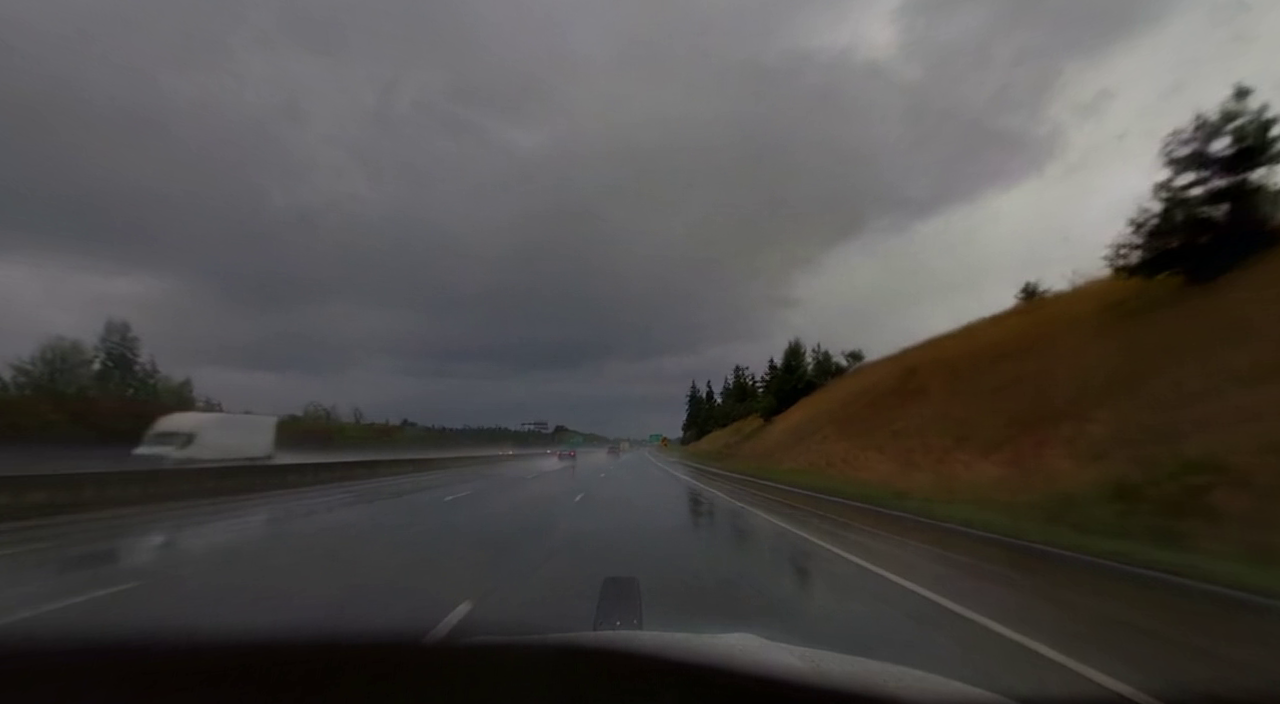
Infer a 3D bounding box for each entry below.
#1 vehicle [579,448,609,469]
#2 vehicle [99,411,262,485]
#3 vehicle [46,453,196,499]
[{"bbox_3d":[-3.261,7.678,45.354,1.895,1.482,3.852,0,-9,0],"label":"vehicle"},{"bbox_3d":[-22.595,4.819,31.465,2.619,3.254,7.143,0,-9,0],"label":"vehicle"},{"bbox_3d":[-18.578,4.420,22.756,1.785,1.474,4.328,0,-9,-1],"label":"vehicle"}]
